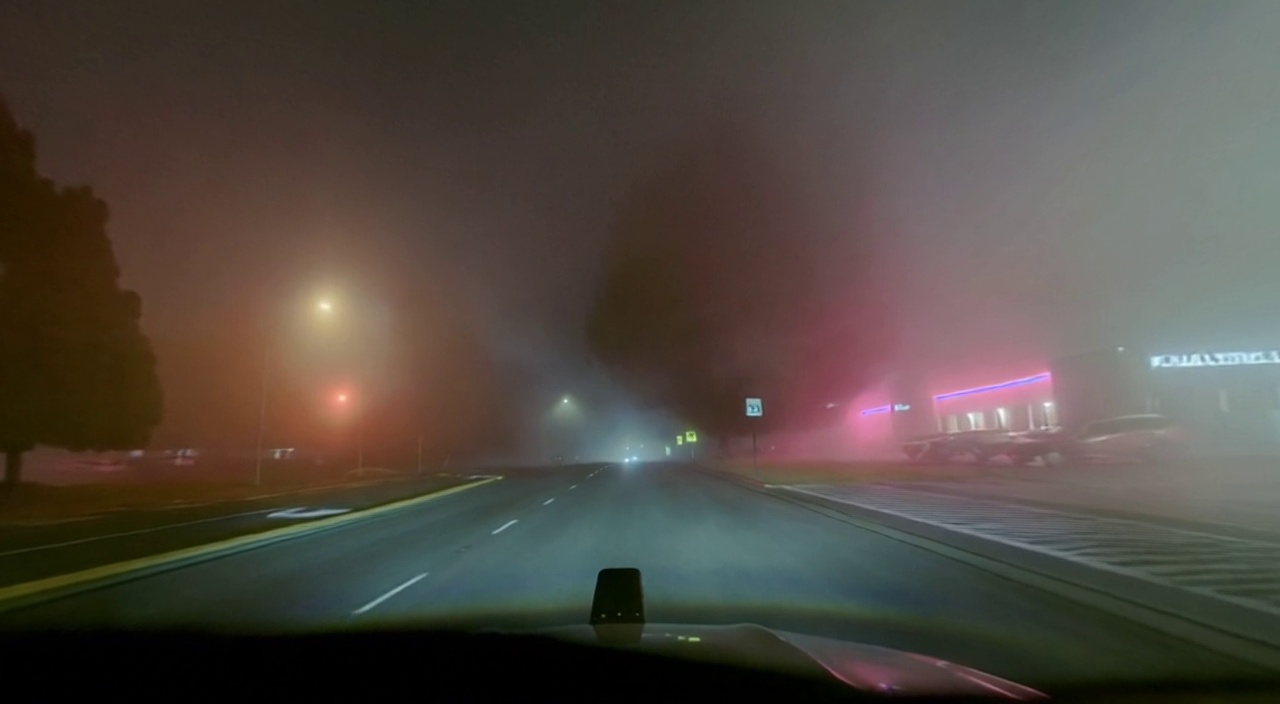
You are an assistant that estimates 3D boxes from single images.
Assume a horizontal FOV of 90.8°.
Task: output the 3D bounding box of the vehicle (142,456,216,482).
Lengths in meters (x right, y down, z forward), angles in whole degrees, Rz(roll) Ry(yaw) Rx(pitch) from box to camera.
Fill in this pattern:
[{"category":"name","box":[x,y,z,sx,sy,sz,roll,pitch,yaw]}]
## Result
[{"category":"vehicle","box":[-36.081,9.144,49.640,2.007,1.822,4.919,-1,-8,2]}]
